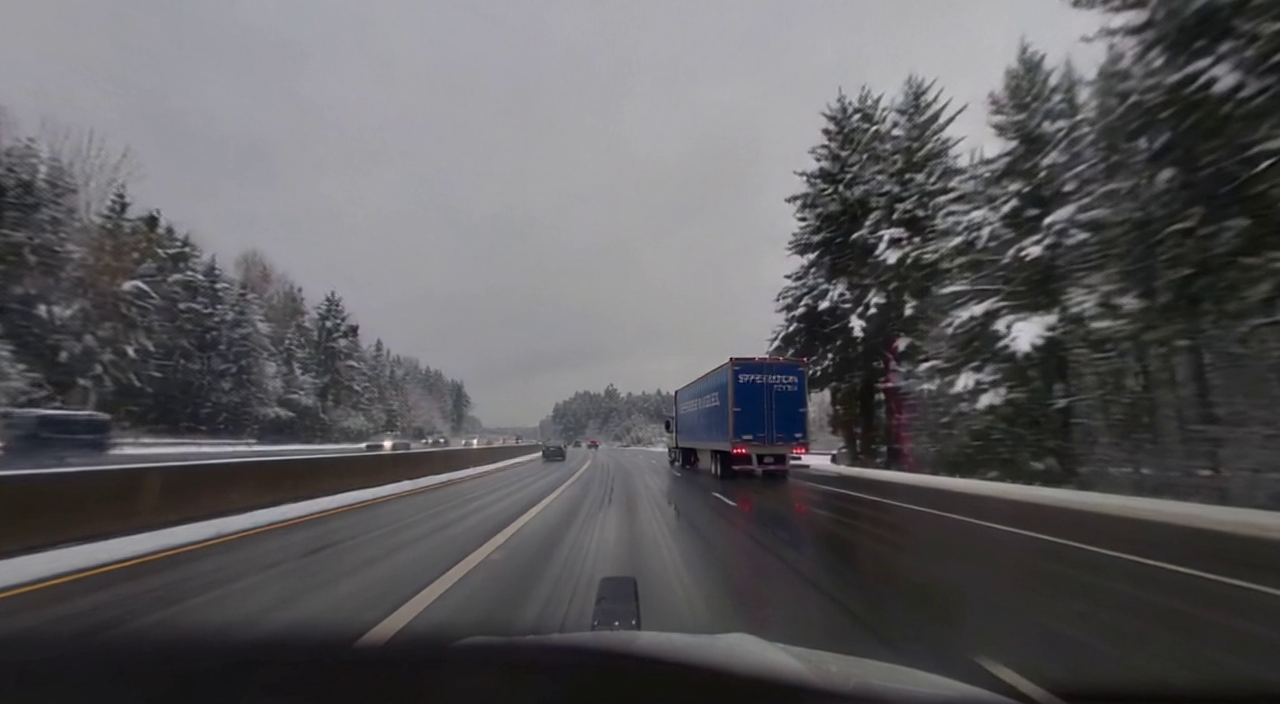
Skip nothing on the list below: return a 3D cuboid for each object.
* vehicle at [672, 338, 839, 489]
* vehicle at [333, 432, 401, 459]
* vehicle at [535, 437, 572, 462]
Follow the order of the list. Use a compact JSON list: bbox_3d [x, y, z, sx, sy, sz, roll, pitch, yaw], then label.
[{"bbox_3d":[3.487,2.619,24.184,2.910,4.051,14.278,0,-8,-3],"label":"vehicle"},{"bbox_3d":[-15.730,5.396,36.554,2.057,1.490,4.673,0,-8,-3],"label":"vehicle"},{"bbox_3d":[-5.600,6.348,41.225,2.030,1.547,3.862,0,-8,-3],"label":"vehicle"}]
